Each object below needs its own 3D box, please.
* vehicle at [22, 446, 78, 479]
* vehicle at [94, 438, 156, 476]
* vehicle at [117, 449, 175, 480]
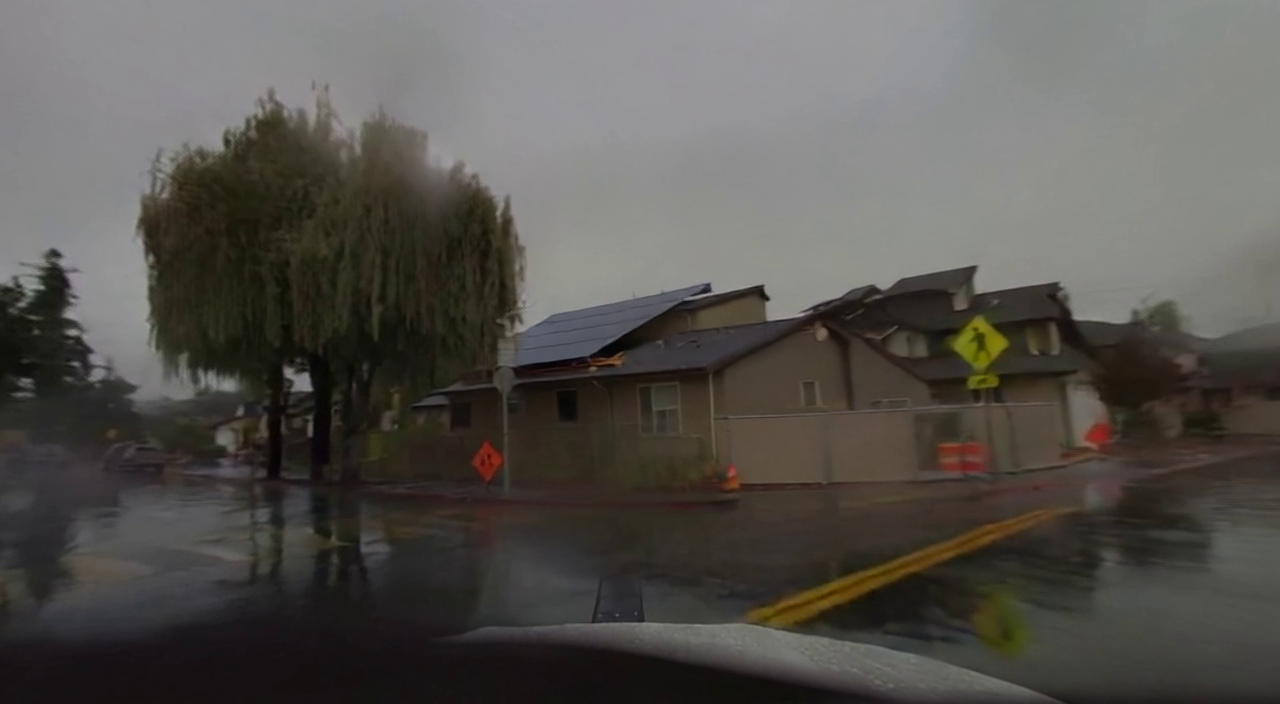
[{"bbox_3d":[-34.837,6.476,37.131,4.197,1.742,2.050,-8,-10,44],"label":"vehicle"},{"bbox_3d":[-34.372,6.919,41.951,2.492,2.319,5.914,7,-10,-44],"label":"vehicle"},{"bbox_3d":[-27.309,6.157,34.766,1.998,1.494,3.927,7,-10,-43],"label":"vehicle"}]
